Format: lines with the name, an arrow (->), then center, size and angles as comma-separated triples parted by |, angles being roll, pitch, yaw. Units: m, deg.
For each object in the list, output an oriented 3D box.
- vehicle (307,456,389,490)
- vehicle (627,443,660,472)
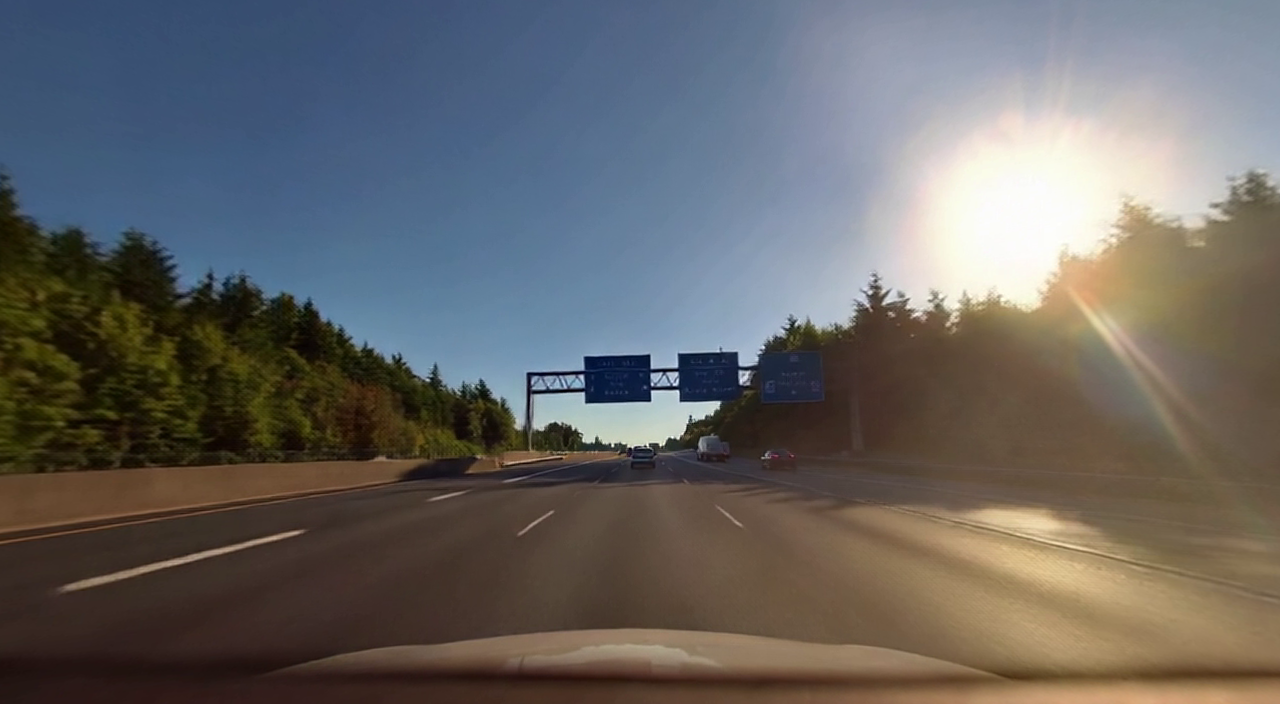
vehicle -> -13.806, 5.707, 30.071 | 1.983, 1.464, 3.899 | 0, -9, 1
vehicle -> 0.259, 7.214, 43.201 | 2.167, 1.847, 4.097 | 0, -9, 1
